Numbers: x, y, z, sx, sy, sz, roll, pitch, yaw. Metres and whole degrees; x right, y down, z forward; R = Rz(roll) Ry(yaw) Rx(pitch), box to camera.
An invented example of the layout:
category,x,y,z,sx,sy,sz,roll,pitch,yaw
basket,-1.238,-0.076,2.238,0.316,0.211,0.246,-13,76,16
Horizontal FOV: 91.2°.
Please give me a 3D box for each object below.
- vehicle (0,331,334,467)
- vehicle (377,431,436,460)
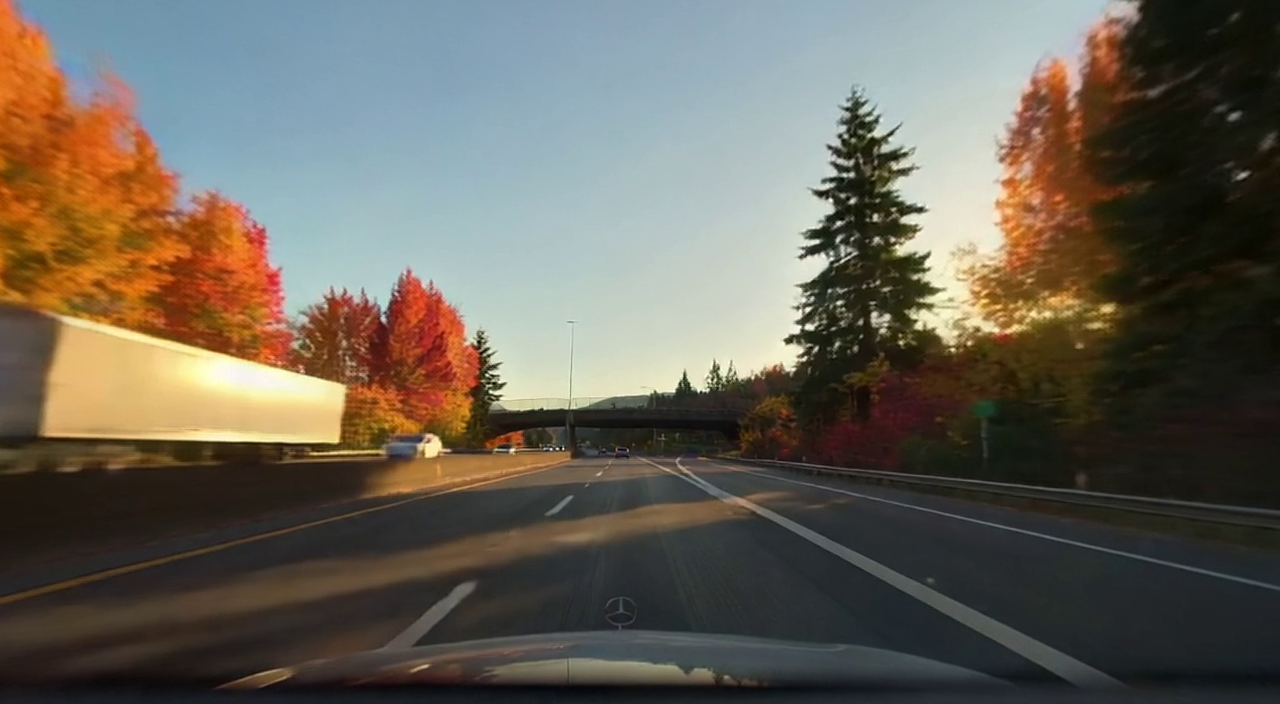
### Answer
category,x,y,z,sx,sy,sz,roll,pitch,yaw
vehicle,-17.239,2.445,25.370,2.893,3.991,14.139,0,-9,-1
vehicle,-13.272,5.368,35.880,1.834,1.496,4.289,0,-9,-1
